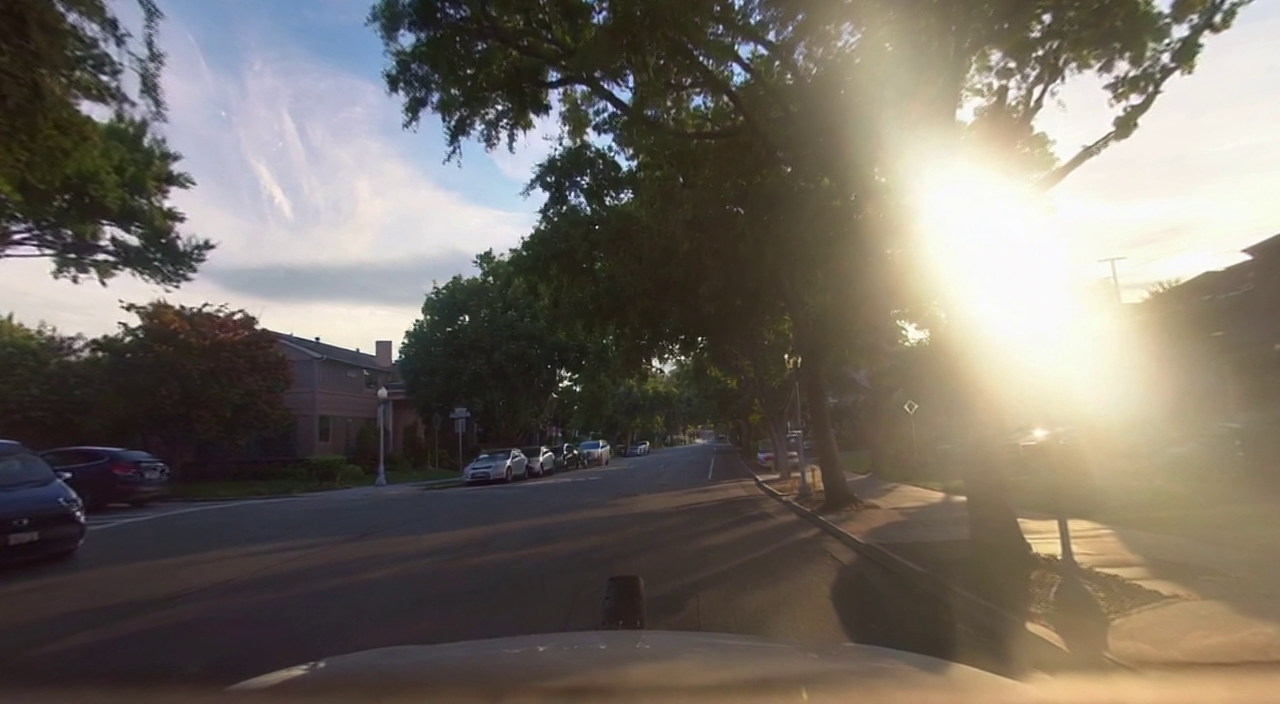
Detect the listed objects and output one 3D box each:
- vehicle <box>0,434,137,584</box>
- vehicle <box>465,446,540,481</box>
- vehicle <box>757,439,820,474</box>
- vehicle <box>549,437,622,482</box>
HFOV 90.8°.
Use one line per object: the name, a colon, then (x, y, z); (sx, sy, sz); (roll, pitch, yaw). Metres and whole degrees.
vehicle: (-8.877, 1.875, 7.952); (4.141, 1.620, 1.876); (-3, -9, 18)
vehicle: (-6.053, 4.949, 28.393); (1.968, 1.443, 4.358); (-1, -9, 6)
vehicle: (6.709, 4.755, 28.992); (1.918, 1.461, 4.419); (0, -8, 1)
vehicle: (-2.123, 4.367, 25.867); (2.110, 1.651, 4.410); (-1, -9, 7)
